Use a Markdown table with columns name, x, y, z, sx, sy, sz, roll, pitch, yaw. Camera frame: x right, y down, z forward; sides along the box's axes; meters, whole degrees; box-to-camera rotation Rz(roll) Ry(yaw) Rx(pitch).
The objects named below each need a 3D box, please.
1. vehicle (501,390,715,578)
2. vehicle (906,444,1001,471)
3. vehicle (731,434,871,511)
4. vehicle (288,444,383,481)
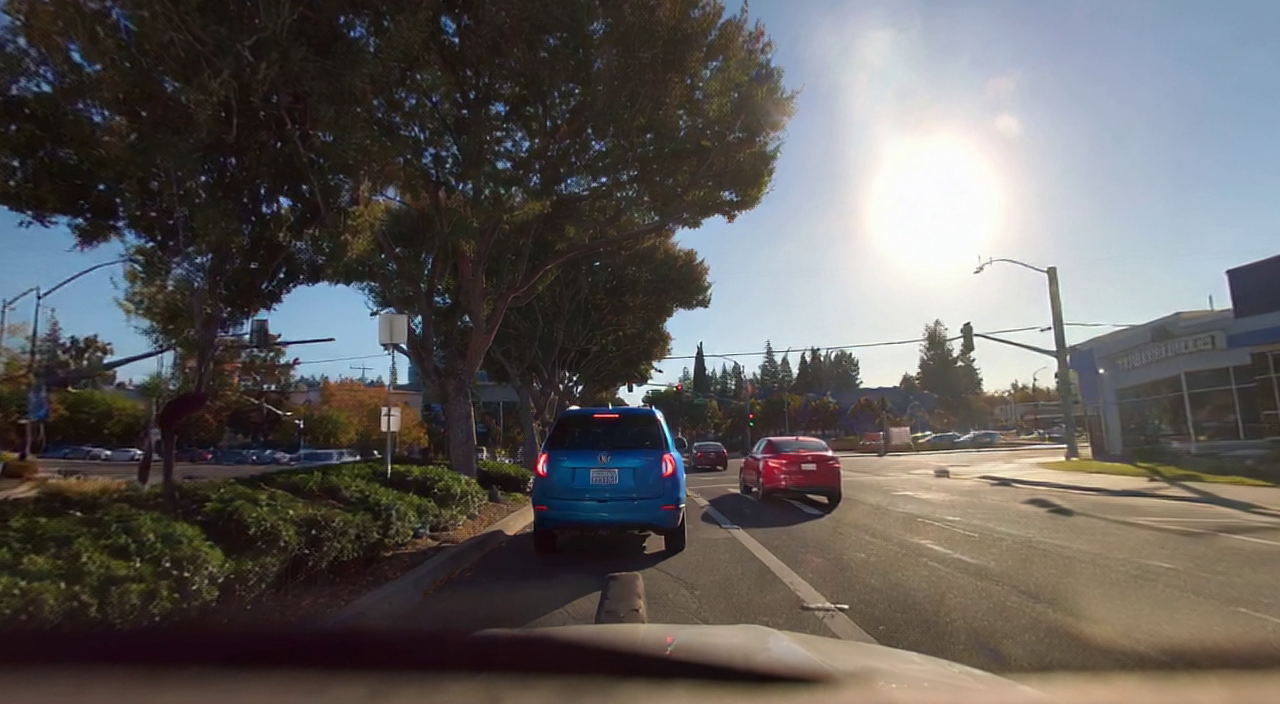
| name | x | y | z | sx | sy | sz | roll | pitch | yaw |
| --- | --- | --- | --- | --- | --- | --- | --- | --- | --- |
| vehicle | -0.298 | 1.648 | 8.624 | 2.096 | 1.837 | 4.687 | 0 | -9 | 0 |
| vehicle | 17.195 | 5.776 | 34.780 | 4.290 | 1.427 | 1.751 | 0 | -9 | 2 |
| vehicle | 3.642 | 2.820 | 15.362 | 2.098 | 1.555 | 4.778 | 0 | -9 | -1 |
| vehicle | -13.131 | 4.773 | 27.624 | 1.983 | 1.460 | 4.456 | 0 | -9 | -1 |
